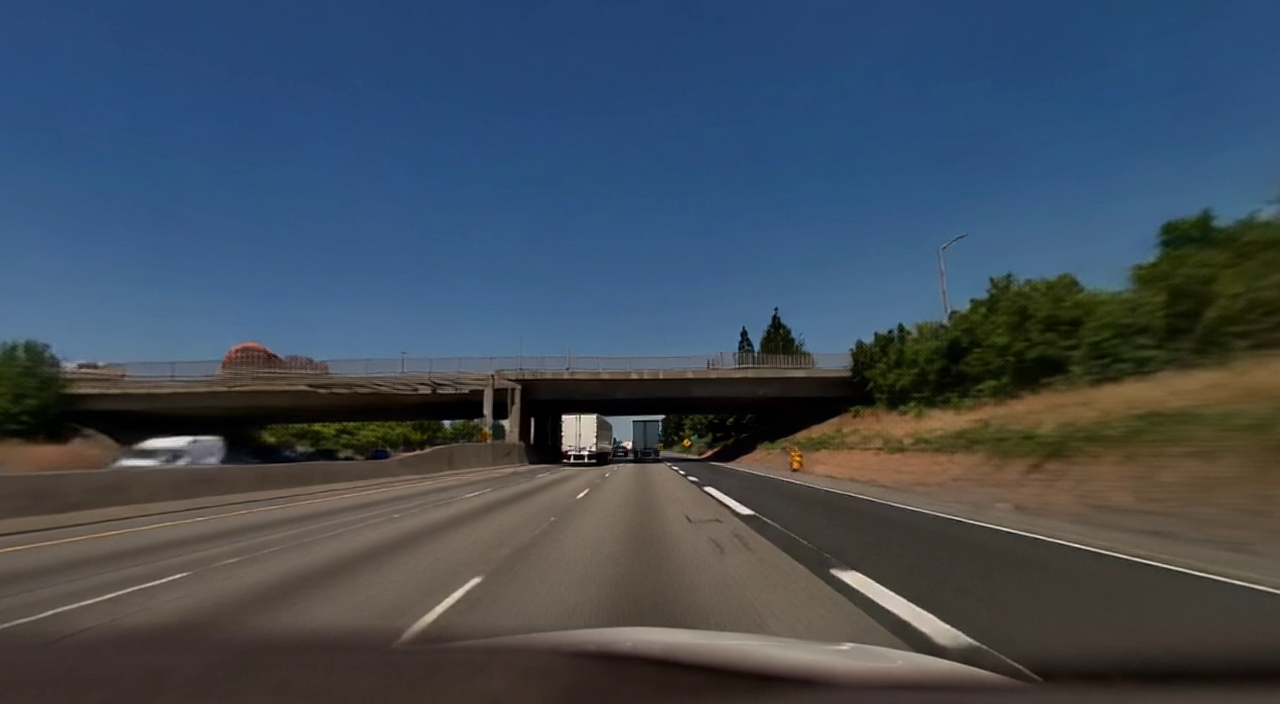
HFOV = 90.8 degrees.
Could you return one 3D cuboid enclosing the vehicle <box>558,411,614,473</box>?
[{"bbox_3d":[-3.000,5.334,37.024,2.696,3.266,7.062,0,-9,0],"label":"vehicle"}]
